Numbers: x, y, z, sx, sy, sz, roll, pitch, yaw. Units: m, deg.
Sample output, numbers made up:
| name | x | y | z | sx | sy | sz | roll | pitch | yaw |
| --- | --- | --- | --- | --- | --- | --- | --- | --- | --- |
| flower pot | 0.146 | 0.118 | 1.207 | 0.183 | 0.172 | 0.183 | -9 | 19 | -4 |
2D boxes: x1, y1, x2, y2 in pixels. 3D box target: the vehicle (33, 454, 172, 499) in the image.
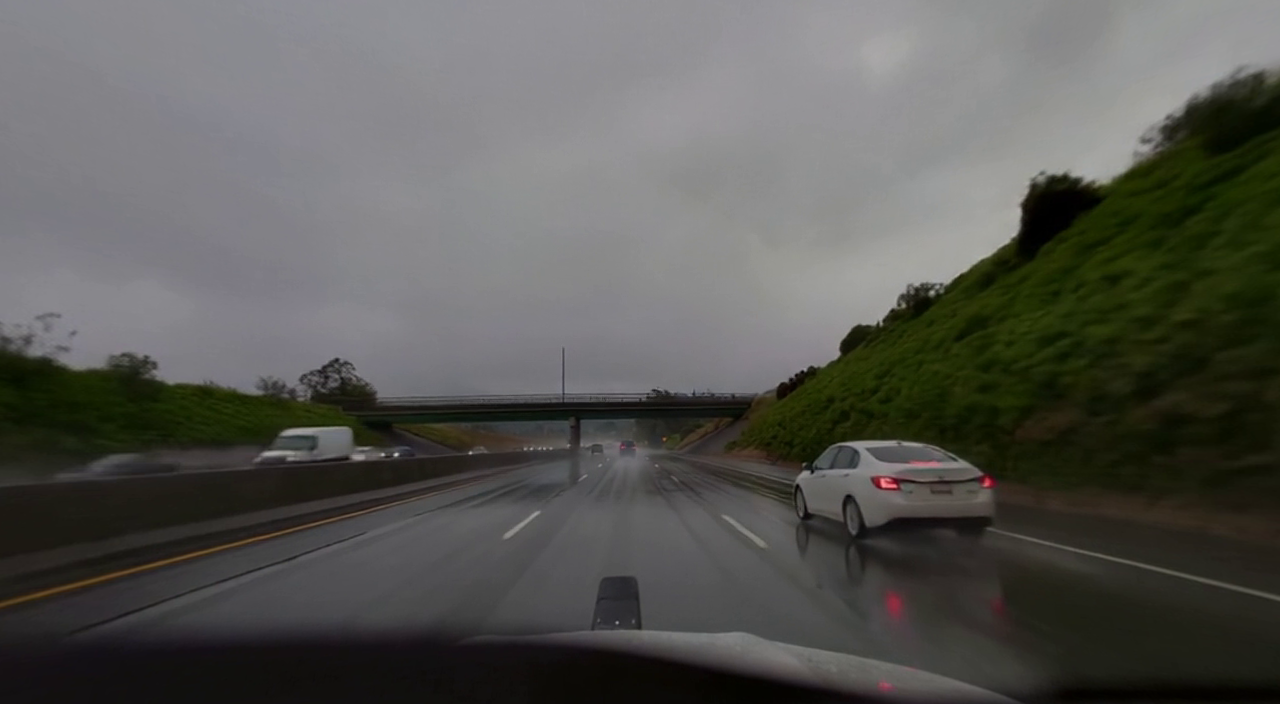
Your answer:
| name | x | y | z | sx | sy | sz | roll | pitch | yaw |
| --- | --- | --- | --- | --- | --- | --- | --- | --- | --- |
| vehicle | -19.562 | 4.511 | 23.187 | 1.763 | 1.394 | 3.806 | 0 | -8 | -1 |

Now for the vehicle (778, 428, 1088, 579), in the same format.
| name | x | y | z | sx | sy | sz | roll | pitch | yaw |
| --- | --- | --- | --- | --- | --- | --- | --- | --- | --- |
| vehicle | 3.454 | 1.824 | 8.561 | 2.079 | 1.515 | 4.196 | 0 | -8 | -2 |

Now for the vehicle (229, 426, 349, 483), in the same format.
| name | x | y | z | sx | sy | sz | roll | pitch | yaw |
| --- | --- | --- | --- | --- | --- | --- | --- | --- | --- |
| vehicle | -16.097 | 4.694 | 29.450 | 2.280 | 2.375 | 5.824 | 0 | -8 | -1 |
